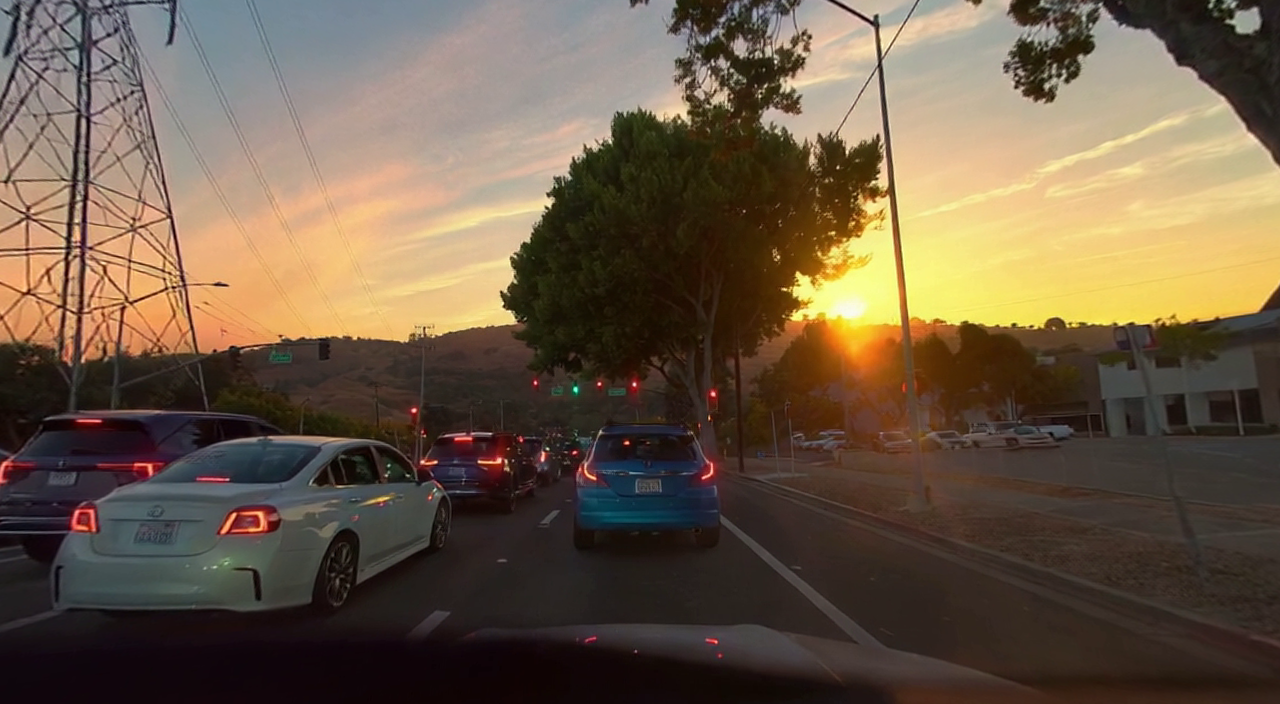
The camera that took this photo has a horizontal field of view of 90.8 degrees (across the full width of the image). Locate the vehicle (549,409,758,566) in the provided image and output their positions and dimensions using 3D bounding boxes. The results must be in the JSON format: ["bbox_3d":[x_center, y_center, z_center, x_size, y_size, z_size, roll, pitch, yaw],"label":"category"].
[{"bbox_3d":[0.086,1.757,8.957,2.239,1.661,4.224,0,-8,-2],"label":"vehicle"}]

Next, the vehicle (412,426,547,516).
[{"bbox_3d":[-3.259,2.492,13.683,1.997,1.636,3.760,0,-8,-1],"label":"vehicle"}]

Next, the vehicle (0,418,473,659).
[{"bbox_3d":[-3.181,1.484,6.214,1.973,1.469,4.448,0,-8,-1],"label":"vehicle"}]

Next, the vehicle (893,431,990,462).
[{"bbox_3d":[15.084,4.741,31.731,3.858,1.437,1.899,0,-8,-5],"label":"vehicle"}]
